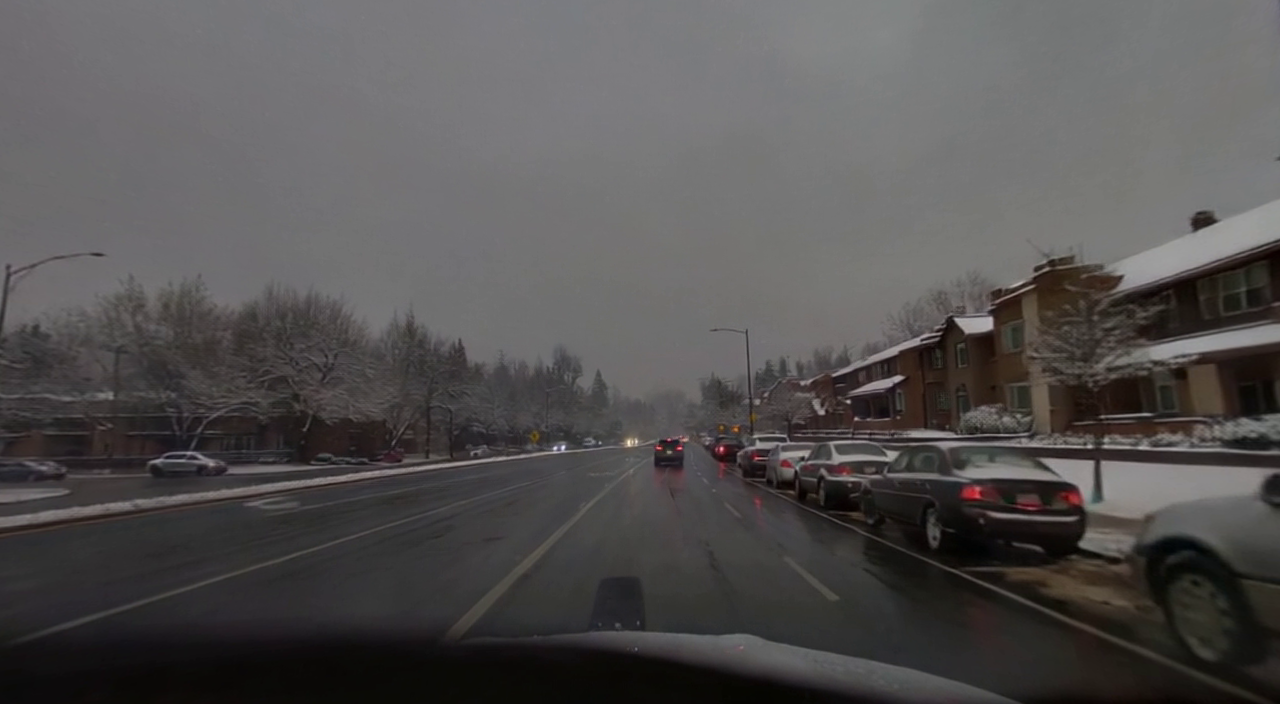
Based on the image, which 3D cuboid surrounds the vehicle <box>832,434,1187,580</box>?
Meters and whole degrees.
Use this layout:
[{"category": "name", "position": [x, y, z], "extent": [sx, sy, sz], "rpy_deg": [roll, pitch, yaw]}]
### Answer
[{"category": "vehicle", "position": [4.477, 1.917, 8.818], "extent": [1.855, 1.445, 4.895], "rpy_deg": [0, -8, -2]}]

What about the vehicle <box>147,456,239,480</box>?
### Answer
[{"category": "vehicle", "position": [-29.625, 7.665, 41.881], "extent": [4.591, 1.468, 1.805], "rpy_deg": [1, -9, -9]}]

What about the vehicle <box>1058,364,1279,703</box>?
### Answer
[{"category": "vehicle", "position": [4.295, 0.835, 2.519], "extent": [1.973, 1.749, 4.608], "rpy_deg": [0, -8, -1]}]

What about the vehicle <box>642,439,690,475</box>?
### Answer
[{"category": "vehicle", "position": [1.169, 4.765, 28.864], "extent": [2.011, 1.480, 4.170], "rpy_deg": [0, -8, 2]}]

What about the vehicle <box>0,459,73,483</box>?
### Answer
[{"category": "vehicle", "position": [-41.131, 7.985, 42.491], "extent": [4.292, 1.497, 1.883], "rpy_deg": [-1, -9, 8]}]
